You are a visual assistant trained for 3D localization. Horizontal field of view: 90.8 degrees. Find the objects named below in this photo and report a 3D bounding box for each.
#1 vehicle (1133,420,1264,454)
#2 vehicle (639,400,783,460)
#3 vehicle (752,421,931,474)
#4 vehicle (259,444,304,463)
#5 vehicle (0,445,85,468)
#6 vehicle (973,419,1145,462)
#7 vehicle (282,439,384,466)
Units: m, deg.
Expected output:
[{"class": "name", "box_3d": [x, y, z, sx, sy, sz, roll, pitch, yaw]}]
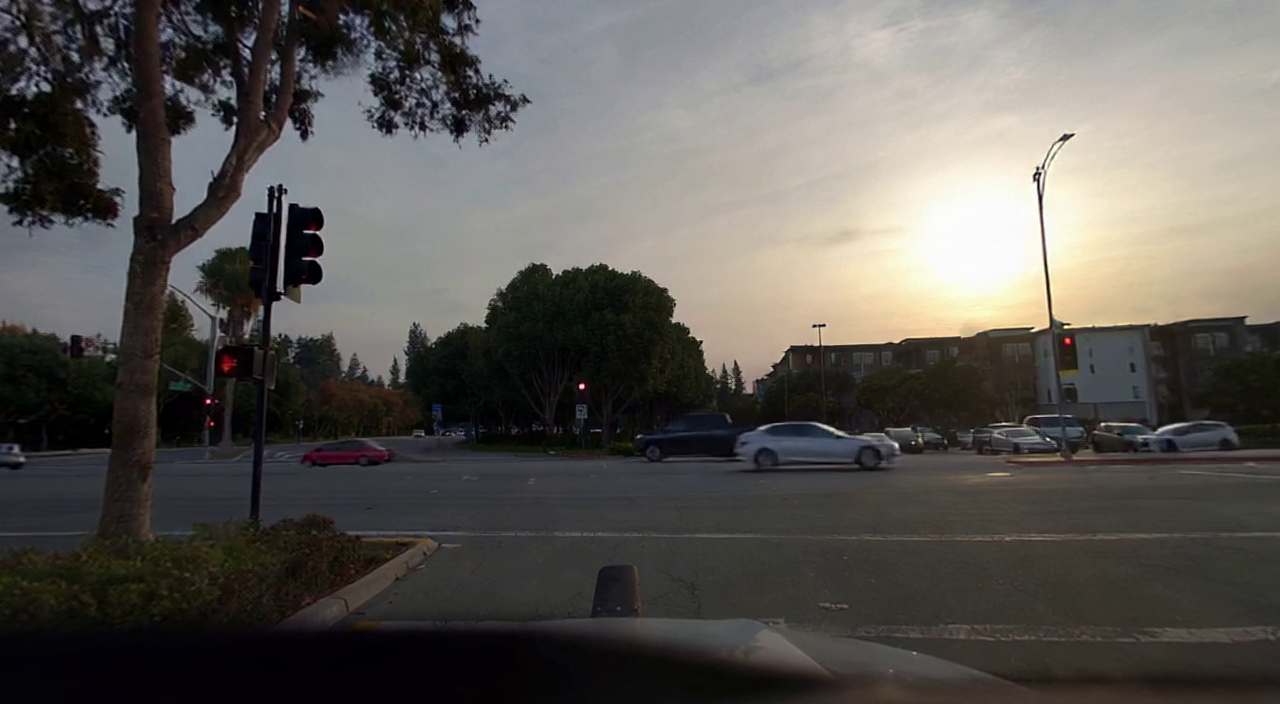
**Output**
[{"class": "vehicle", "box_3d": [27.609, 4.239, 31.375, 4.370, 1.592, 1.886, -2, -9, 10]}, {"class": "vehicle", "box_3d": [4.029, 4.467, 35.857, 7.790, 3.197, 2.653, -2, -9, 10]}, {"class": "vehicle", "box_3d": [5.850, 2.870, 18.957, 4.836, 1.445, 2.057, -2, -9, 11]}, {"class": "vehicle", "box_3d": [-28.054, 7.919, 49.545, 2.235, 1.417, 4.272, 3, -9, -19]}, {"class": "vehicle", "box_3d": [-41.295, 7.184, 43.695, 4.488, 1.536, 1.849, -2, -9, 10]}, {"class": "vehicle", "box_3d": [15.028, 3.214, 22.947, 4.749, 1.461, 1.892, -1, -9, 9]}, {"class": "vehicle", "box_3d": [-17.206, 5.658, 35.494, 4.860, 1.441, 1.934, -2, -9, 11]}]
